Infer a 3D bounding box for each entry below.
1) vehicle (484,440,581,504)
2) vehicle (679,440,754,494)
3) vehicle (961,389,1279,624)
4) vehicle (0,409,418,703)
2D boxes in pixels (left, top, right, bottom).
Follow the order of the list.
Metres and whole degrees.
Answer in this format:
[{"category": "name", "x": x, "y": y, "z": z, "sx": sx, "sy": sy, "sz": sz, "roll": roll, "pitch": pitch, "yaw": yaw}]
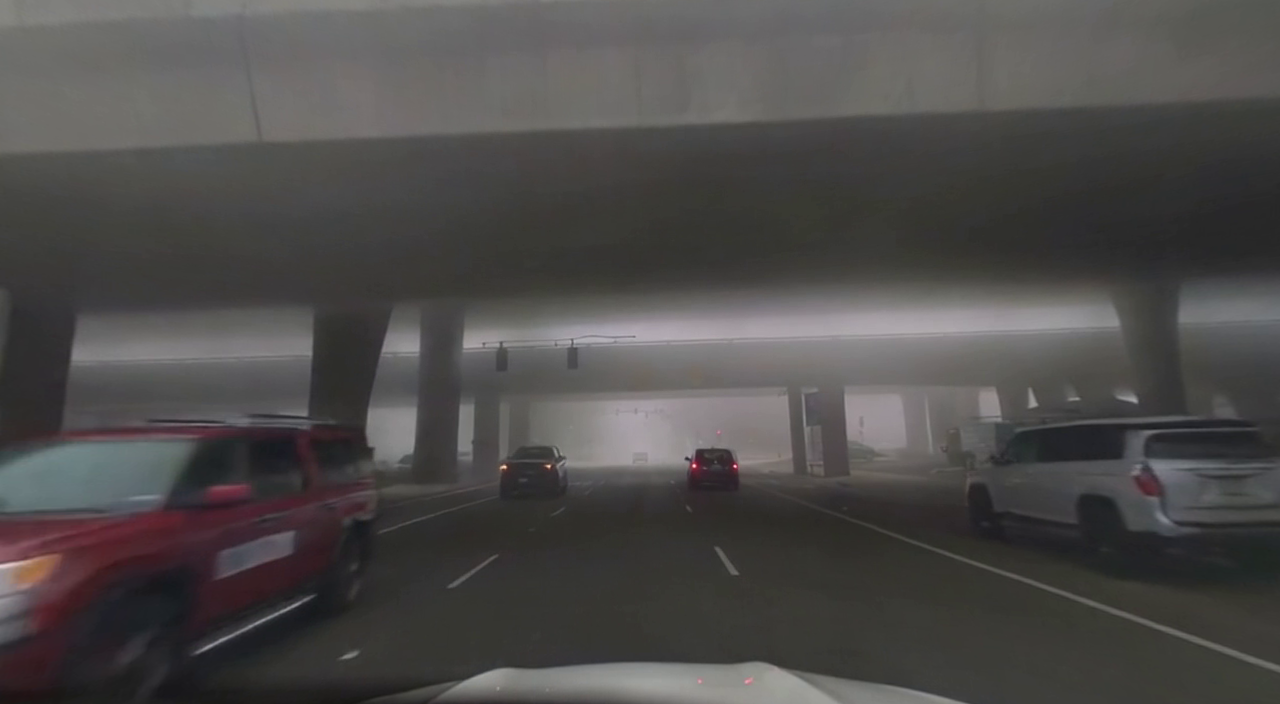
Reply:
[{"category": "vehicle", "x": -3.020, "y": 3.468, "z": 18.678, "sx": 2.076, "sy": 1.653, "sz": 4.152, "roll": -1, "pitch": -8, "yaw": 1}, {"category": "vehicle", "x": 2.399, "y": 3.727, "z": 20.823, "sx": 1.947, "sy": 1.576, "sz": 3.825, "roll": 0, "pitch": -8, "yaw": 0}, {"category": "vehicle", "x": 6.277, "y": 1.669, "z": 7.805, "sx": 2.284, "sy": 2.048, "sz": 4.379, "roll": -1, "pitch": -8, "yaw": 1}, {"category": "vehicle", "x": -3.514, "y": 1.359, "z": 4.842, "sx": 2.137, "sy": 1.586, "sz": 4.201, "roll": 0, "pitch": -8, "yaw": -1}]
